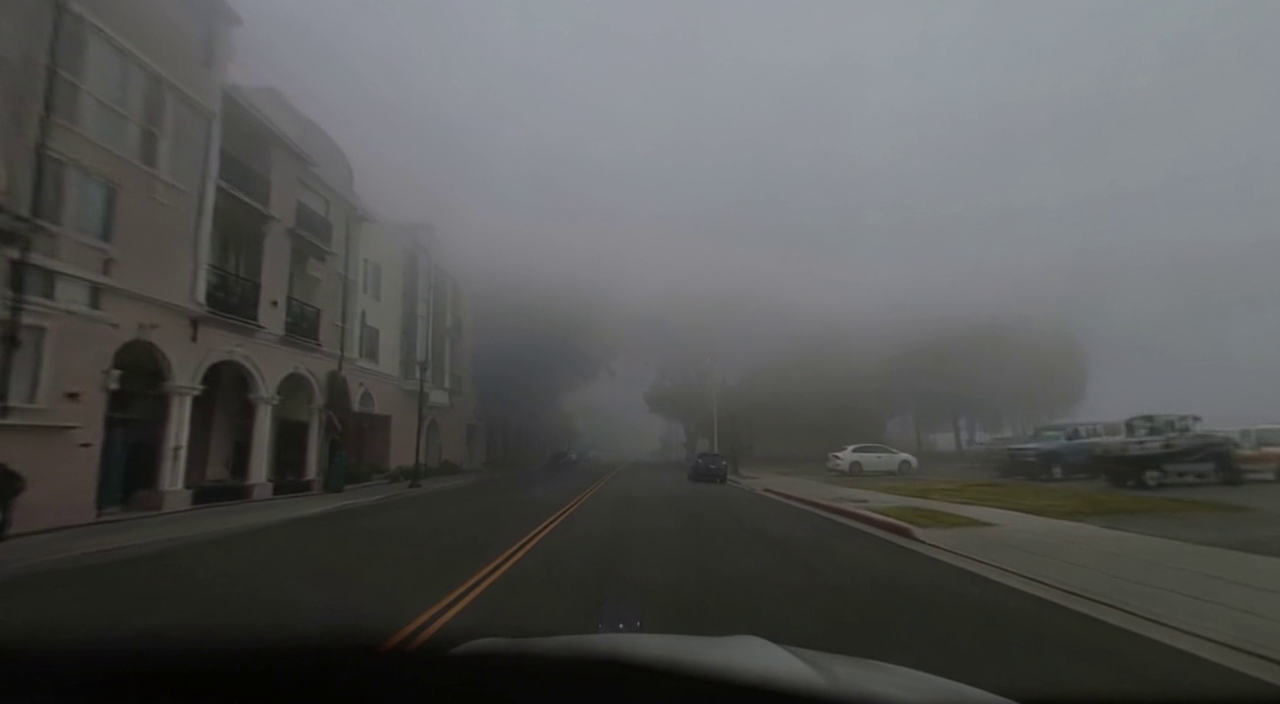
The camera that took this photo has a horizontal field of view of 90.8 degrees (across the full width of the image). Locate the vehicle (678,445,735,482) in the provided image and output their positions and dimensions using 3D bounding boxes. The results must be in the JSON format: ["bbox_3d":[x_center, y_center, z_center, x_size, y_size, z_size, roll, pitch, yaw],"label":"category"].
[{"bbox_3d":[2.869,4.936,28.279,1.985,1.543,4.112,0,-9,-2],"label":"vehicle"}]
